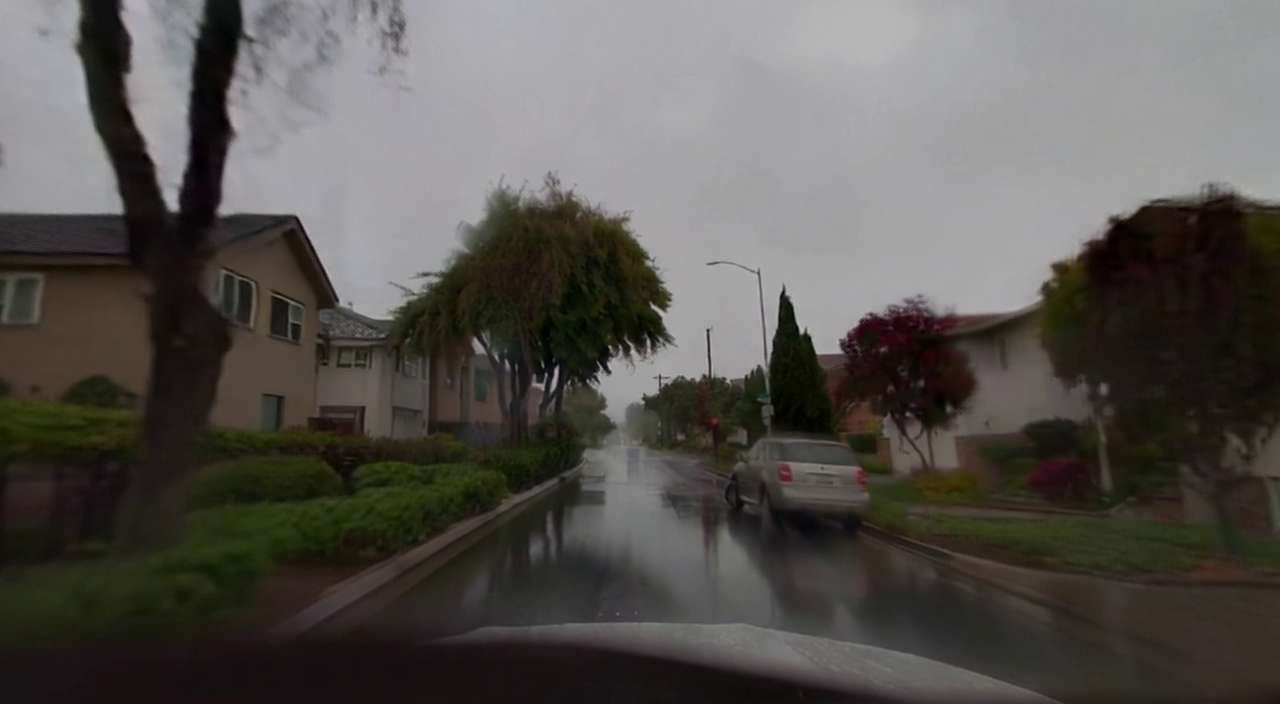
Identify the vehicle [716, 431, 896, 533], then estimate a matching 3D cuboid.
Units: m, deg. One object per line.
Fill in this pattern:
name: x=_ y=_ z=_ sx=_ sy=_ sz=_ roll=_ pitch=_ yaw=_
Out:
vehicle: x=2.738 y=2.208 z=11.476 sx=1.955 sy=1.498 sz=4.046 roll=0 pitch=-8 yaw=-3
